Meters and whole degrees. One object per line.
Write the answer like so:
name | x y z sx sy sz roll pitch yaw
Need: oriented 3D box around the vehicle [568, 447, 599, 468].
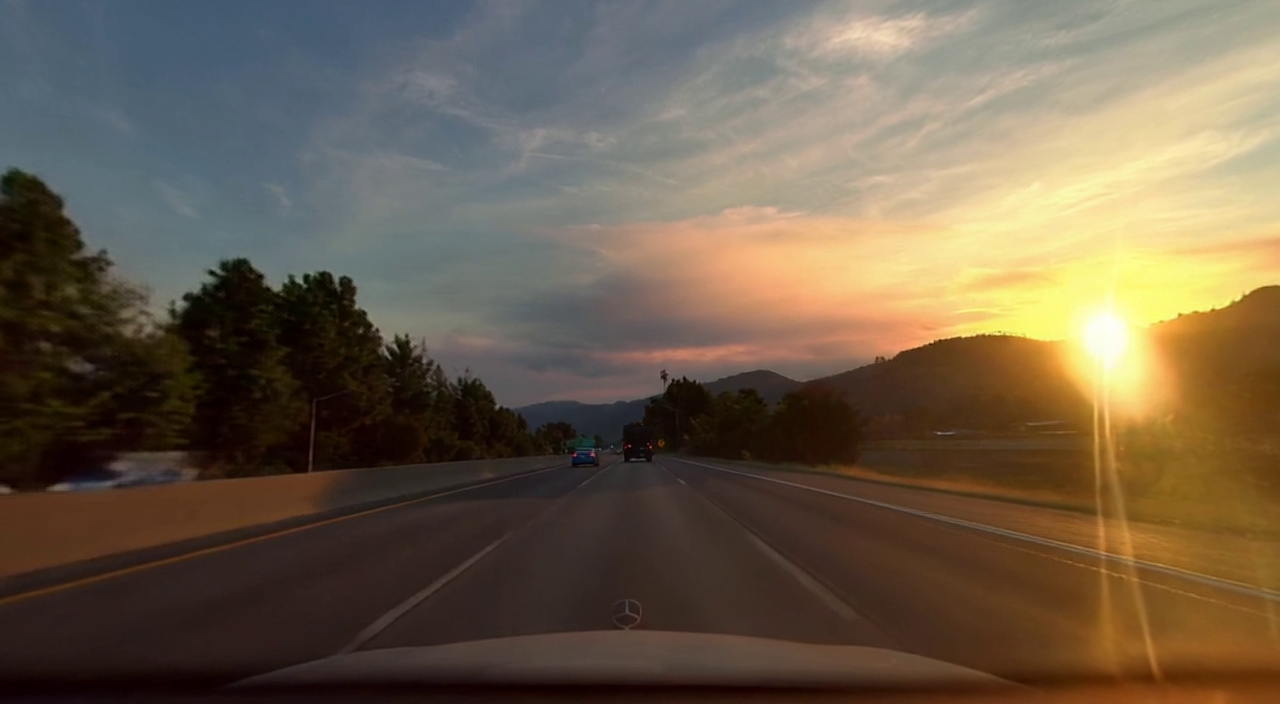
vehicle | -4.264 8.021 47.995 1.916 1.506 4.476 0 -9 0

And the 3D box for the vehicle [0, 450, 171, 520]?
vehicle | -16.479 3.774 18.454 2.191 1.757 4.202 0 -9 -1
